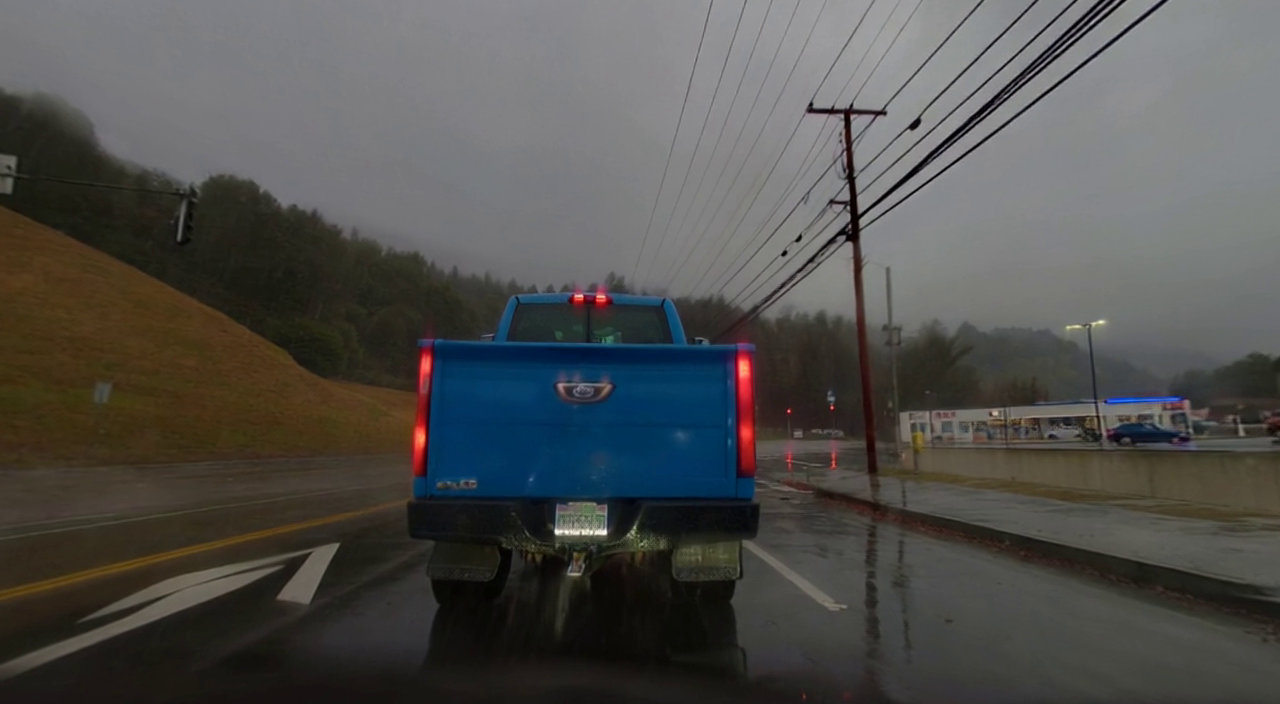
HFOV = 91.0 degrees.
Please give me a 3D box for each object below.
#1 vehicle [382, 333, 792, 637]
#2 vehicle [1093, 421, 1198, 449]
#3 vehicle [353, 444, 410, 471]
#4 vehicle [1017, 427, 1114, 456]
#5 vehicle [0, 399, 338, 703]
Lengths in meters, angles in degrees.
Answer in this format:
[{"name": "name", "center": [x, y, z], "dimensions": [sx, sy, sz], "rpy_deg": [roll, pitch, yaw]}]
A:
[{"name": "vehicle", "center": [-0.424, 1.324, 7.226], "dimensions": [2.859, 2.144, 5.406], "rpy_deg": [0, -9, -1]}, {"name": "vehicle", "center": [33.959, 5.620, 42.458], "dimensions": [2.012, 1.757, 5.021], "rpy_deg": [5, -10, -31]}, {"name": "vehicle", "center": [-17.119, 7.015, 41.930], "dimensions": [2.133, 1.690, 4.331], "rpy_deg": [0, -9, -3]}, {"name": "vehicle", "center": [25.563, 5.396, 37.946], "dimensions": [4.419, 1.496, 1.854], "rpy_deg": [-2, -9, 1]}, {"name": "vehicle", "center": [-3.961, 1.190, 3.998], "dimensions": [2.017, 1.555, 4.150], "rpy_deg": [-1, -9, 0]}]
